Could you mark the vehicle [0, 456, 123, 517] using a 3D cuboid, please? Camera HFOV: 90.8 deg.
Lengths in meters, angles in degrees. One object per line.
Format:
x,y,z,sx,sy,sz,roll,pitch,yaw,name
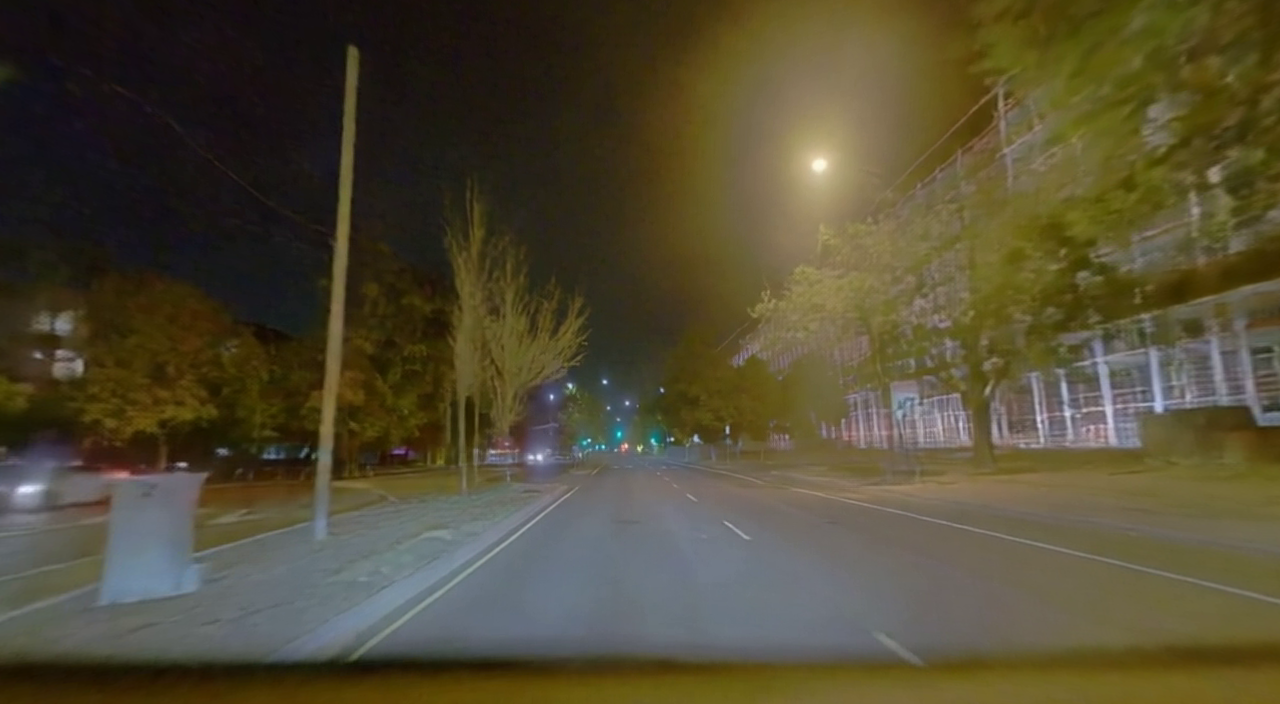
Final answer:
-18.101,3.907,18.767,1.877,1.557,4.423,0,-9,-3,vehicle
